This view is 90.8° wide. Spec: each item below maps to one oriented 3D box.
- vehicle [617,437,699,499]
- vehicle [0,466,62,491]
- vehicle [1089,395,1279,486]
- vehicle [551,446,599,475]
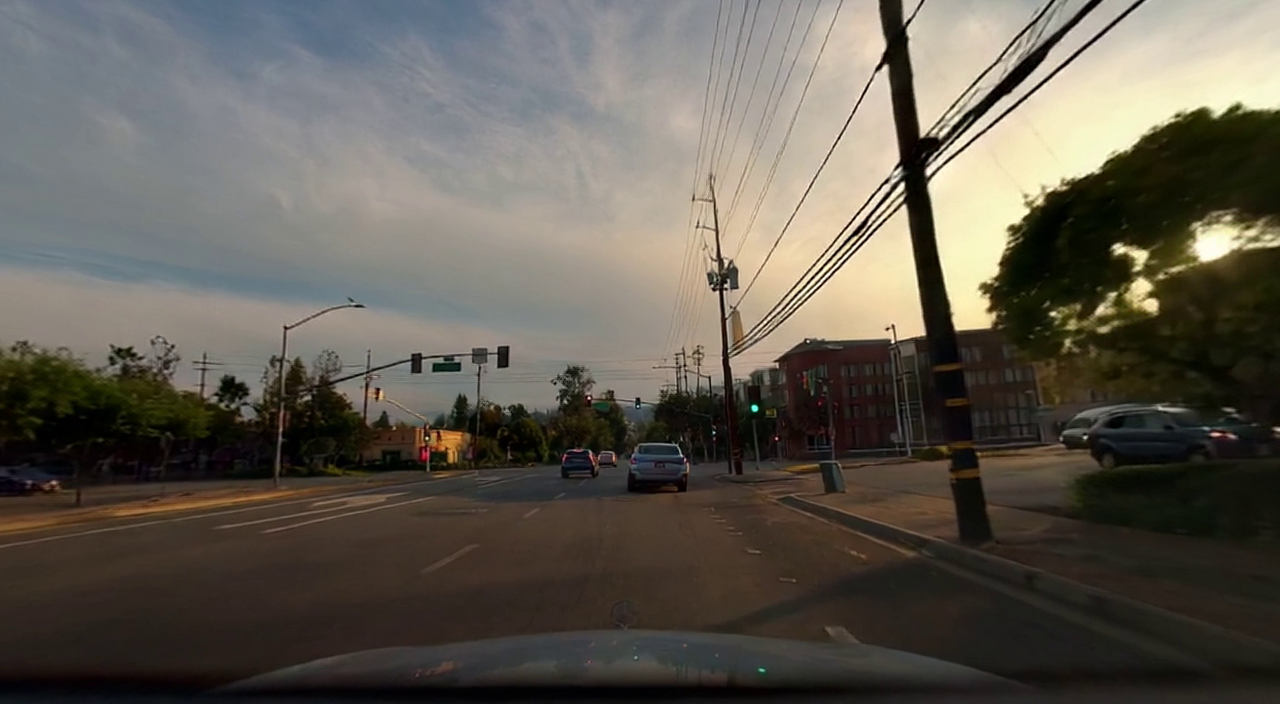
[{"bbox_3d":[0.503,3.366,18.686,2.156,1.636,3.923,0,-9,1],"label":"vehicle"},{"bbox_3d":[-43.589,8.737,43.710,5.149,1.515,1.942,2,-10,-1],"label":"vehicle"},{"bbox_3d":[14.350,2.255,16.019,2.225,1.922,5.243,-1,-9,3],"label":"vehicle"},{"bbox_3d":[-3.574,6.041,35.374,2.153,1.474,4.284,0,-9,1],"label":"vehicle"}]
